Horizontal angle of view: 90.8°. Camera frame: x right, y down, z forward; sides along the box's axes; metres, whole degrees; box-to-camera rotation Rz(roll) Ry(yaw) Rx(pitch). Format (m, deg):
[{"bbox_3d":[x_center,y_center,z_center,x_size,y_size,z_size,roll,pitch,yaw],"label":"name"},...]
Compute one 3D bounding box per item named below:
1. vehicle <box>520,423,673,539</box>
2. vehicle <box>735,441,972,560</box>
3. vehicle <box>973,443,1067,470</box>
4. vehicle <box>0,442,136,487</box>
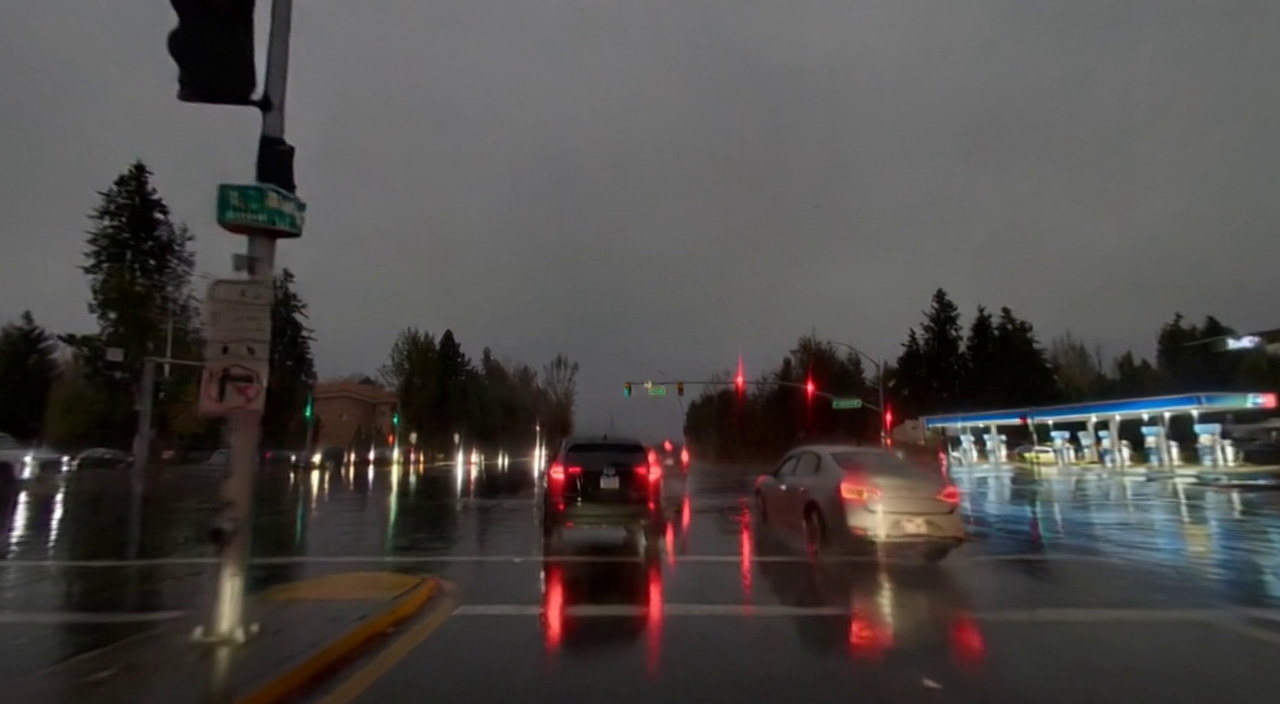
[{"bbox_3d":[-1.009,2.325,12.059,2.351,1.733,4.616,1,-9,-9],"label":"vehicle"},{"bbox_3d":[3.056,2.216,10.322,1.965,1.460,4.581,1,-9,-5],"label":"vehicle"},{"bbox_3d":[25.915,7.143,43.278,4.952,1.745,2.184,-2,-9,14],"label":"vehicle"},{"bbox_3d":[-26.642,5.207,29.350,4.658,1.911,2.162,-2,-9,5],"label":"vehicle"}]
